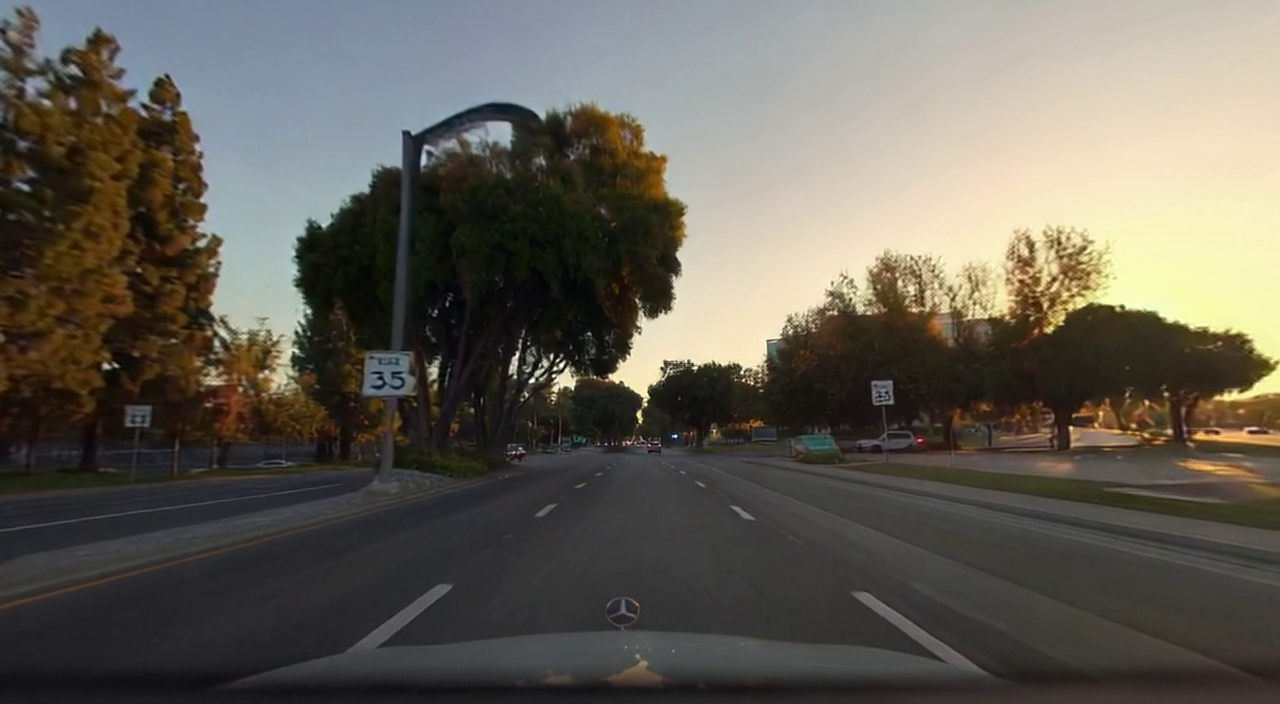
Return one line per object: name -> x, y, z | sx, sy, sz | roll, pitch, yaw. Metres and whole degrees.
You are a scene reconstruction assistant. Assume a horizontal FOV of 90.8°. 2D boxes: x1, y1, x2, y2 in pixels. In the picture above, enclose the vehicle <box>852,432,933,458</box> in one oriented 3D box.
vehicle -> 16.977, 6.261, 42.575 | 4.530, 1.640, 2.074 | 0, -8, -2
